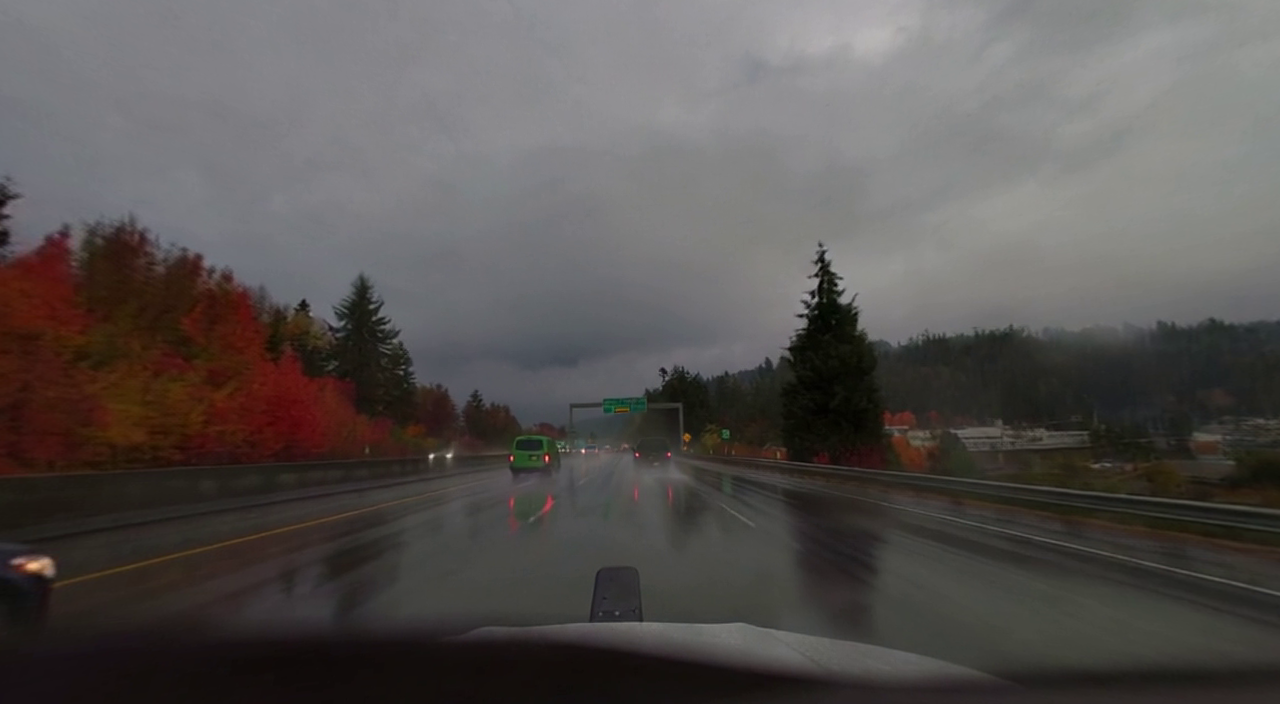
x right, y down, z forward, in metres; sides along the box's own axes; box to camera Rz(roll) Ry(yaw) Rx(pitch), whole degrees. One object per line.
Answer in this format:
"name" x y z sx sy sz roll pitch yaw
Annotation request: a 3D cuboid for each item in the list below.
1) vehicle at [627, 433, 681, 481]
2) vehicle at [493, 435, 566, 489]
"vehicle" 0.519 4.647 27.809 2.179 1.930 4.538 0 -9 -1
"vehicle" -3.976 4.039 23.294 2.021 1.790 3.907 0 -9 0
